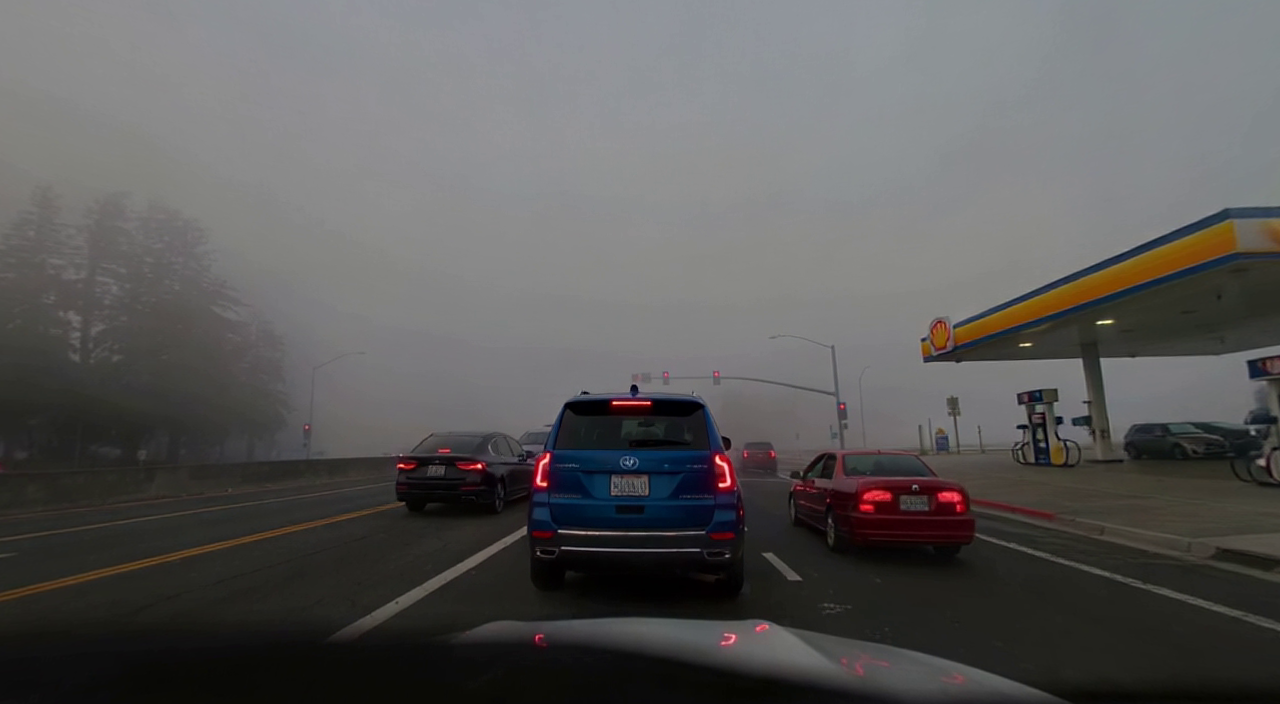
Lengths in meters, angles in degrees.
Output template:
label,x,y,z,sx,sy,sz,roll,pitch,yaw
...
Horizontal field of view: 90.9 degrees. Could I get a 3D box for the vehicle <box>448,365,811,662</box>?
label,x,y,z,sx,sy,sz,roll,pitch,yaw
vehicle,0.014,1.316,6.131,2.236,1.819,4.291,-1,-9,2

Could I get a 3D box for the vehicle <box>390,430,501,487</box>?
label,x,y,z,sx,sy,sz,roll,pitch,yaw
vehicle,-6.650,3.707,22.186,2.065,1.753,4.525,-1,-9,6

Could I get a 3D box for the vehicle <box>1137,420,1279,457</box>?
label,x,y,z,sx,sy,sz,roll,pitch,yaw
vehicle,25.956,3.969,28.789,4.551,1.616,1.973,-2,-9,11
